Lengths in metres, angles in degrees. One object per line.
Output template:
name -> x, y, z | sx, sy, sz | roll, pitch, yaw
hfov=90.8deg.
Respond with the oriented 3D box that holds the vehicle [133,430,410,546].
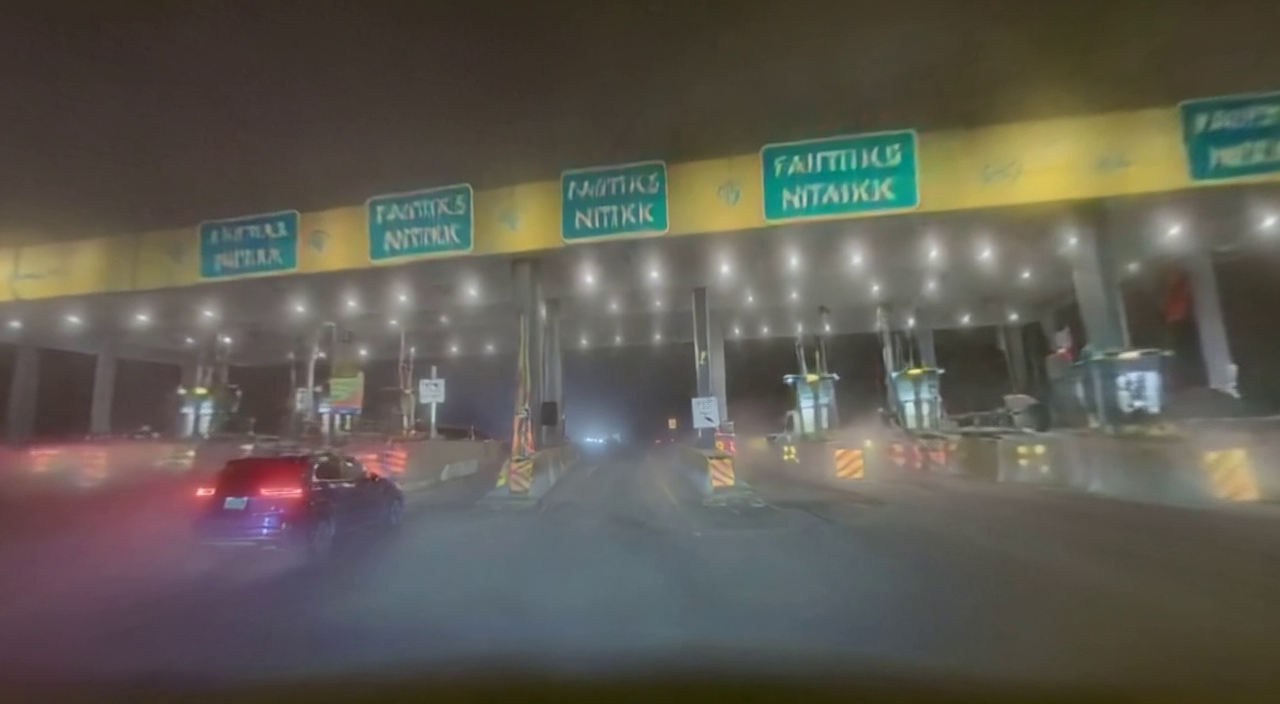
vehicle -> -5.512, 2.053, 10.303 | 1.981, 1.465, 4.334 | 0, -8, -1
